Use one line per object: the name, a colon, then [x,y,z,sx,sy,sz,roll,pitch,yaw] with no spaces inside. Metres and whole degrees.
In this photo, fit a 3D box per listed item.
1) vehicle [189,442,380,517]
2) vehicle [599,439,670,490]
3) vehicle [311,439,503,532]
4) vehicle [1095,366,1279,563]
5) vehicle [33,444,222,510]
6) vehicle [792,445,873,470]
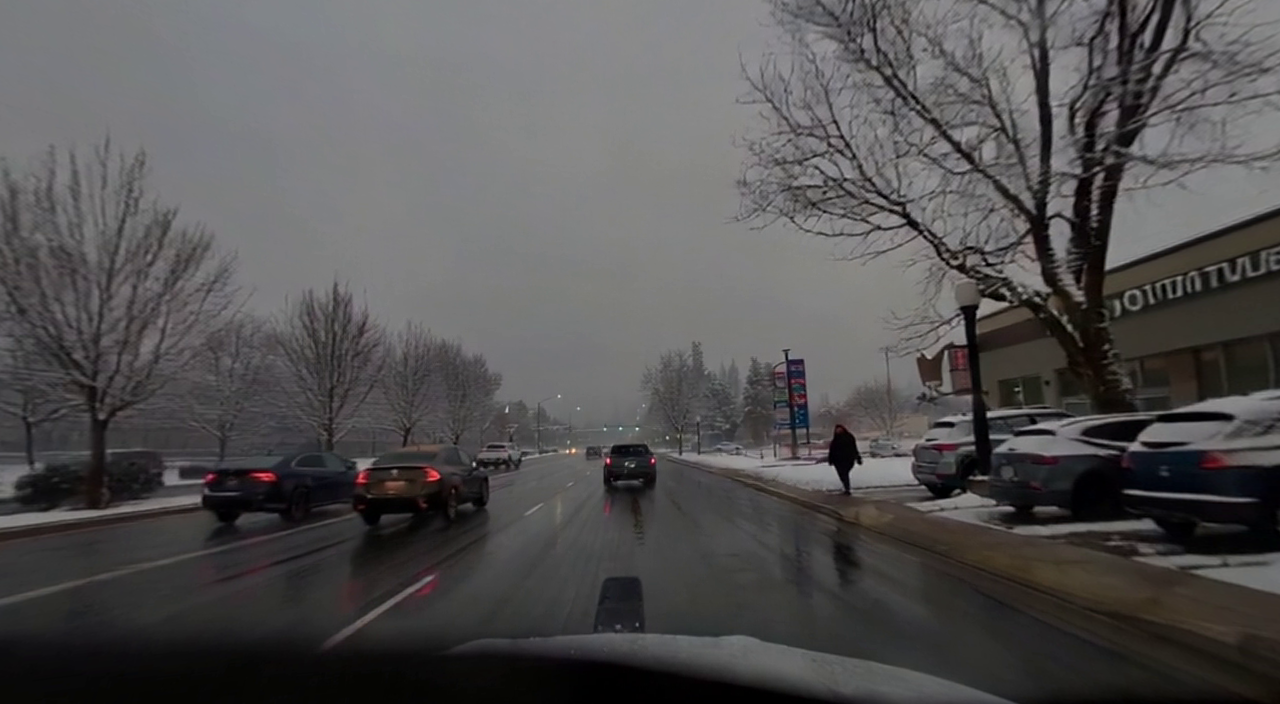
vehicle: [-7.939,2.860,14.682,2.009,1.470,4.179,0,-9,0]
vehicle: [-0.232,3.584,20.418,2.061,1.469,3.954,0,-9,-2]
vehicle: [-4.226,2.490,12.498,1.973,1.456,4.850,0,-9,0]
vehicle: [8.764,1.243,7.033,5.526,1.833,2.354,0,-10,-1]
vehicle: [-16.488,3.984,20.819,2.090,1.850,5.013,-1,-9,-1]
vehicle: [13.340,7.324,43.971,4.877,1.603,2.197,0,-9,0]
